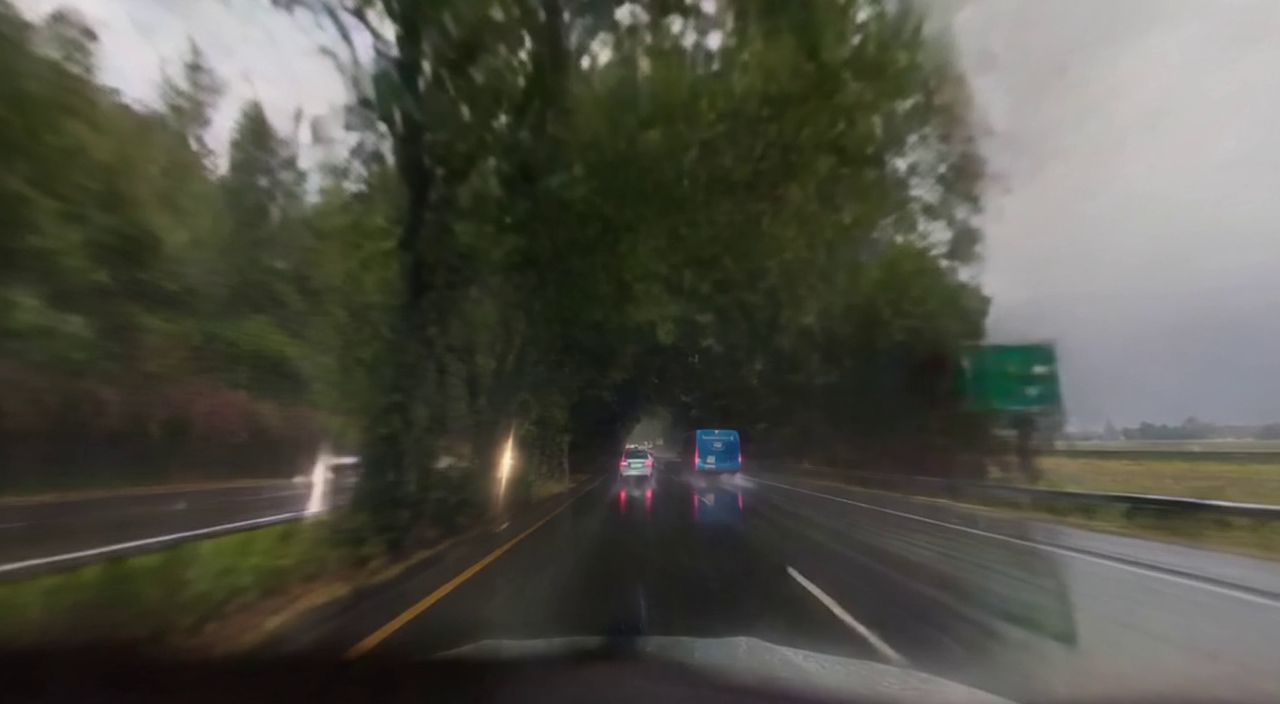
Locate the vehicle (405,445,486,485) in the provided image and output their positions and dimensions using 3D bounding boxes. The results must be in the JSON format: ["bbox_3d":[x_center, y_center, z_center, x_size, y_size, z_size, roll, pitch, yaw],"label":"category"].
[{"bbox_3d":[-7.819,4.582,25.797,1.952,1.449,4.276,0,-9,0],"label":"vehicle"}]

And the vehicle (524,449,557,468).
[{"bbox_3d":[-7.739,8.280,49.133,1.911,1.461,3.984,0,-9,0],"label":"vehicle"}]

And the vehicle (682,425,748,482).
[{"bbox_3d":[3.754,5.288,32.956,2.513,2.633,5.930,0,-9,-2],"label":"vehicle"}]

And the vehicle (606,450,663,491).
[{"bbox_3d":[-0.224,4.539,24.412,2.037,1.417,3.885,0,-9,-1],"label":"vehicle"}]

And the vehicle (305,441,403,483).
[{"bbox_3d":[-11.836,4.578,26.442,2.083,1.616,4.311,0,-9,0],"label":"vehicle"}]
